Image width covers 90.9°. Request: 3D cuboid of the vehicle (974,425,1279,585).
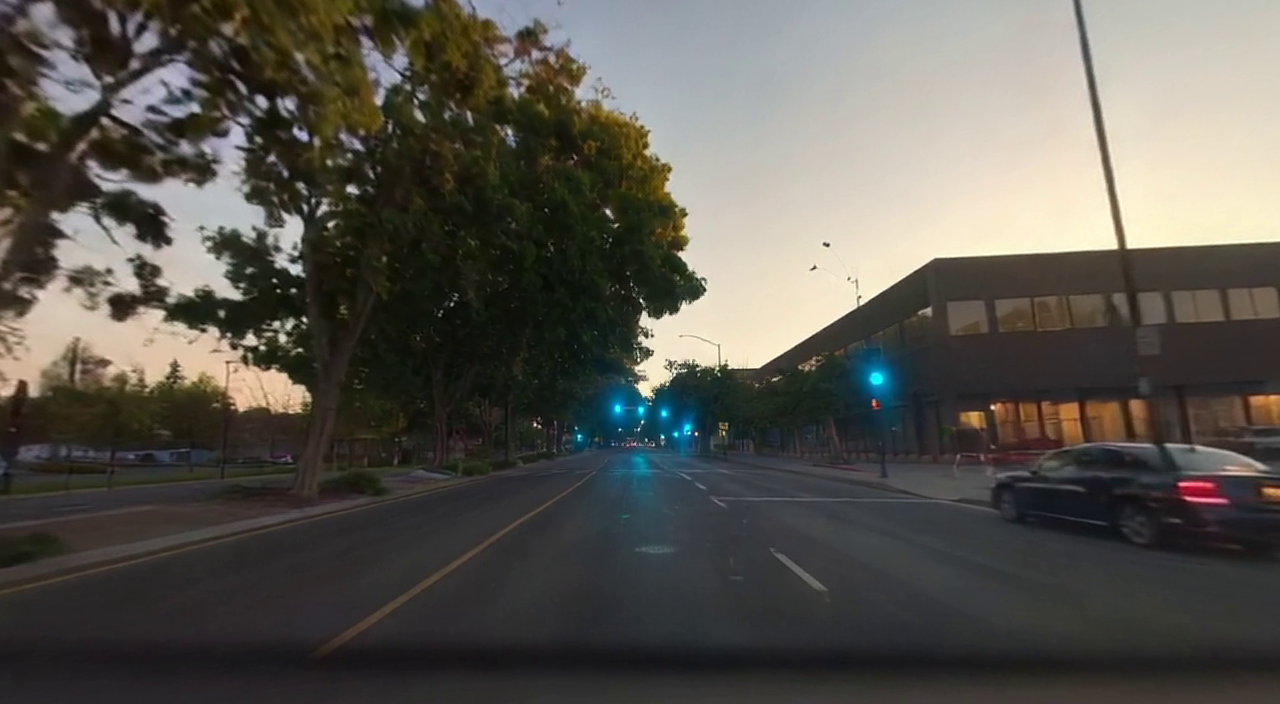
[{"bbox_3d":[6.719,1.819,8.473,1.872,1.528,4.648,0,-8,0],"label":"vehicle"}]
